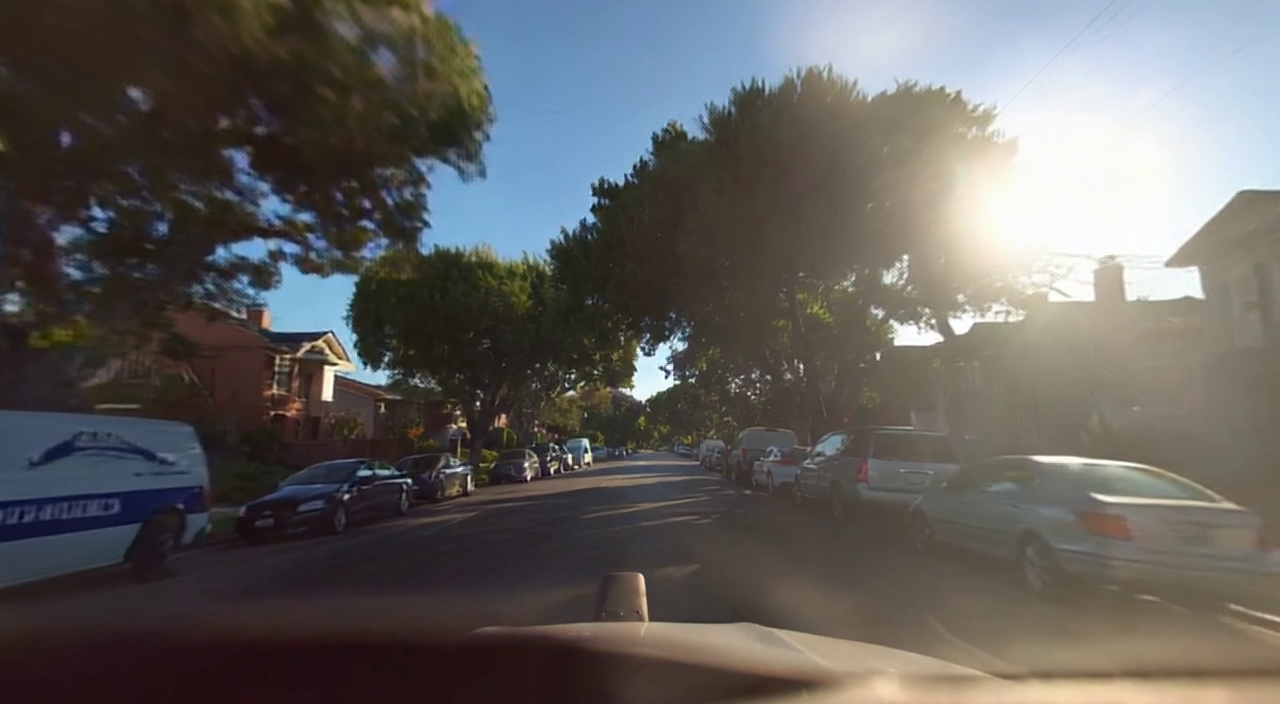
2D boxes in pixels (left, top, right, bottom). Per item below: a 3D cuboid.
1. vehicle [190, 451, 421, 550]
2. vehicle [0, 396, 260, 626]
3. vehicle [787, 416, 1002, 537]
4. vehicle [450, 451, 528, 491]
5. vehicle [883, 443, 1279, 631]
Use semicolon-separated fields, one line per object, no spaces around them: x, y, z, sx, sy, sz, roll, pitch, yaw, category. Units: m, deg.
-6.211;2.764;12.553;1.840;1.476;4.739;-2;-8;3;vehicle
-6.638;1.512;6.179;2.085;1.997;5.755;-2;-8;2;vehicle
4.672;2.403;12.823;2.072;1.883;5.576;0;-9;0;vehicle
-6.116;4.860;26.189;1.869;1.467;4.921;-1;-9;2;vehicle
4.608;1.796;7.240;1.811;1.439;4.521;0;-9;0;vehicle
